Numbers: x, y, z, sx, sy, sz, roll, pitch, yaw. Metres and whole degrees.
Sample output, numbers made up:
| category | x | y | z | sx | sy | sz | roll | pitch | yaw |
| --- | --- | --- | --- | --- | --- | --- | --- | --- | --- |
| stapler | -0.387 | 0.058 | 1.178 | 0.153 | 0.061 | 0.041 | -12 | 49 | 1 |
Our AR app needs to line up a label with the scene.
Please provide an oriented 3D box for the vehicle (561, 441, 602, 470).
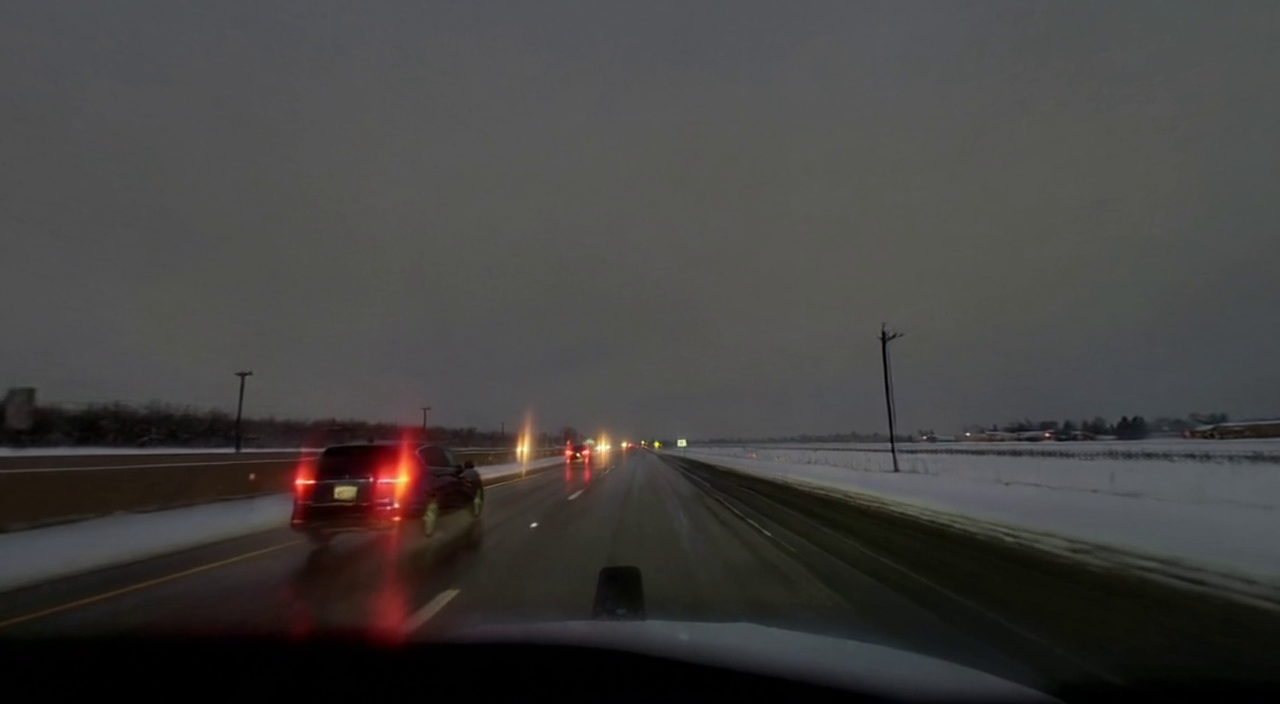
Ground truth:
| category | x | y | z | sx | sy | sz | roll | pitch | yaw |
| --- | --- | --- | --- | --- | --- | --- | --- | --- | --- |
| vehicle | -3.593 | 6.459 | 39.637 | 2.133 | 1.683 | 4.340 | 0 | -9 | 0 |

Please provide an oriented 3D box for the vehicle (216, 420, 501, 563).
| category | x | y | z | sx | sy | sz | roll | pitch | yaw |
| --- | --- | --- | --- | --- | --- | --- | --- | --- | --- |
| vehicle | -3.646 | 1.891 | 9.245 | 2.195 | 1.573 | 4.176 | 0 | -9 | 1 |
